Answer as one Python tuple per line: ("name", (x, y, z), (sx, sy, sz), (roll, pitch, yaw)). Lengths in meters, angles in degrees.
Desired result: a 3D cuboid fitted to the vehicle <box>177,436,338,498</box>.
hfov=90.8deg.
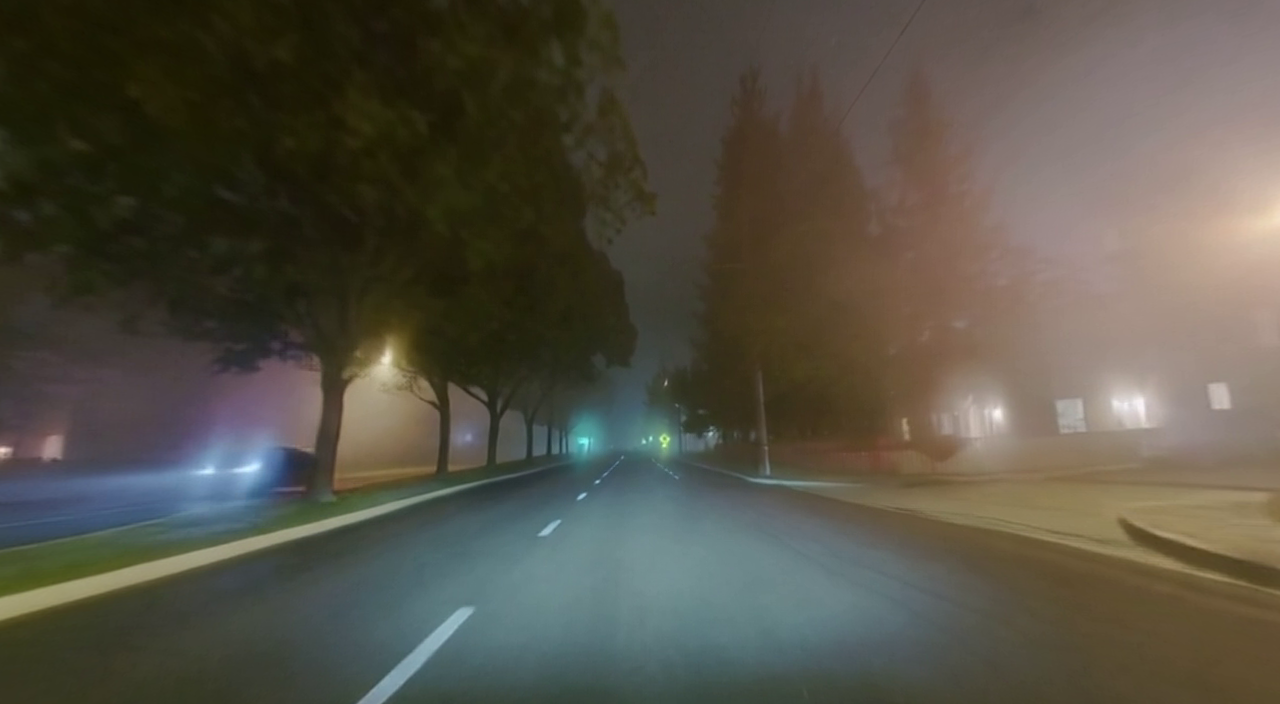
("vehicle", (-11.491, 3.451, 19.463), (2.070, 1.669, 4.576), (0, -8, 0))
